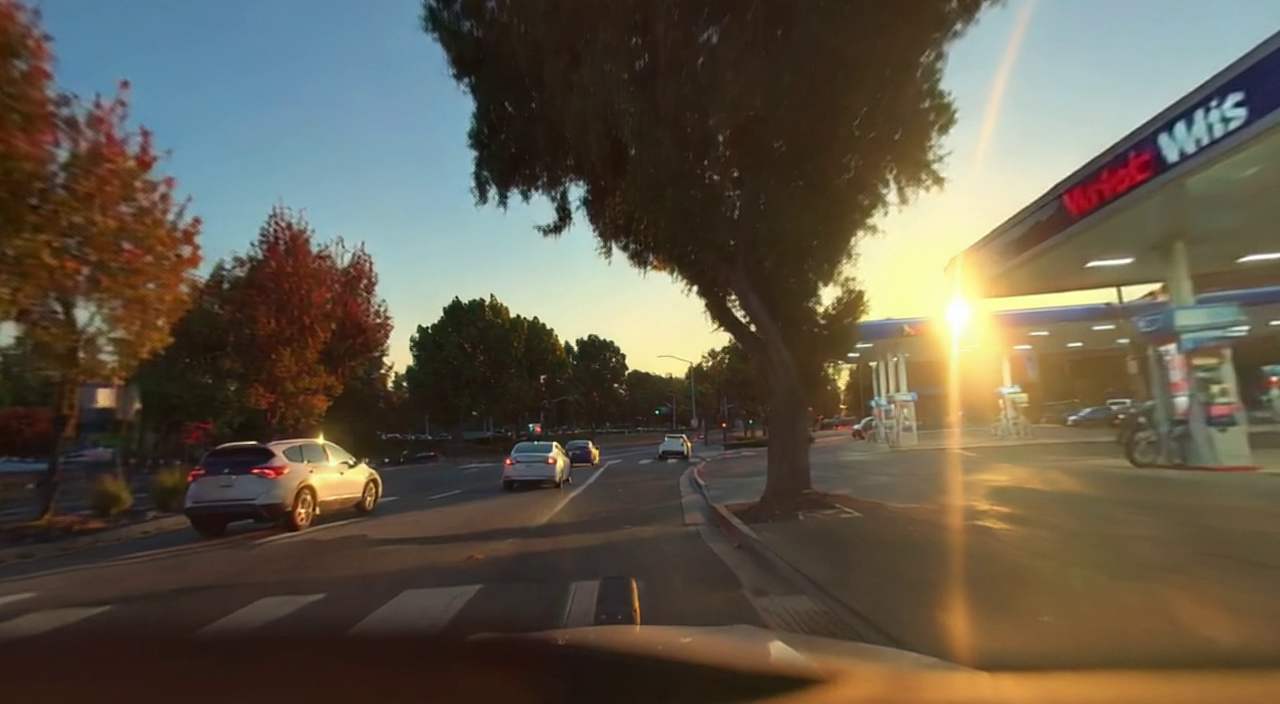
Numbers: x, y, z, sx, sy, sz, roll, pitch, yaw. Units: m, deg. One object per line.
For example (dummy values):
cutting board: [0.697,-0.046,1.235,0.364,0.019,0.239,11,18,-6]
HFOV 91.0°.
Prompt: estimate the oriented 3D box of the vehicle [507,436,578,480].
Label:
vehicle: [-3.743,4.180,24.931,2.060,1.580,3.980,0,-9,2]

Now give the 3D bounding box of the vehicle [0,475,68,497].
vehicle: [-46.181,10.071,47.223,4.384,1.490,2.031,-1,-10,0]

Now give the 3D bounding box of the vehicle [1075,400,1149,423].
vehicle: [35.962,4.617,48.132,1.816,1.452,4.698,-6,-7,-2]

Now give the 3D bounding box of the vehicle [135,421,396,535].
vehicle: [-6.805,2.341,12.278,2.102,1.774,4.662,0,-9,1]

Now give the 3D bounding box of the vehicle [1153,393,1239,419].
vehicle: [42.322,4.171,48.089,1.985,1.630,5.151,-2,-9,3]

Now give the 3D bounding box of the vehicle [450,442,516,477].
vehicle: [-7.201,4.963,29.320,1.875,1.479,4.558,0,-9,0]

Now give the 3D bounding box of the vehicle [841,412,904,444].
vehicle: [17.075,5.702,46.610,2.322,2.152,5.668,-1,-8,-2]
